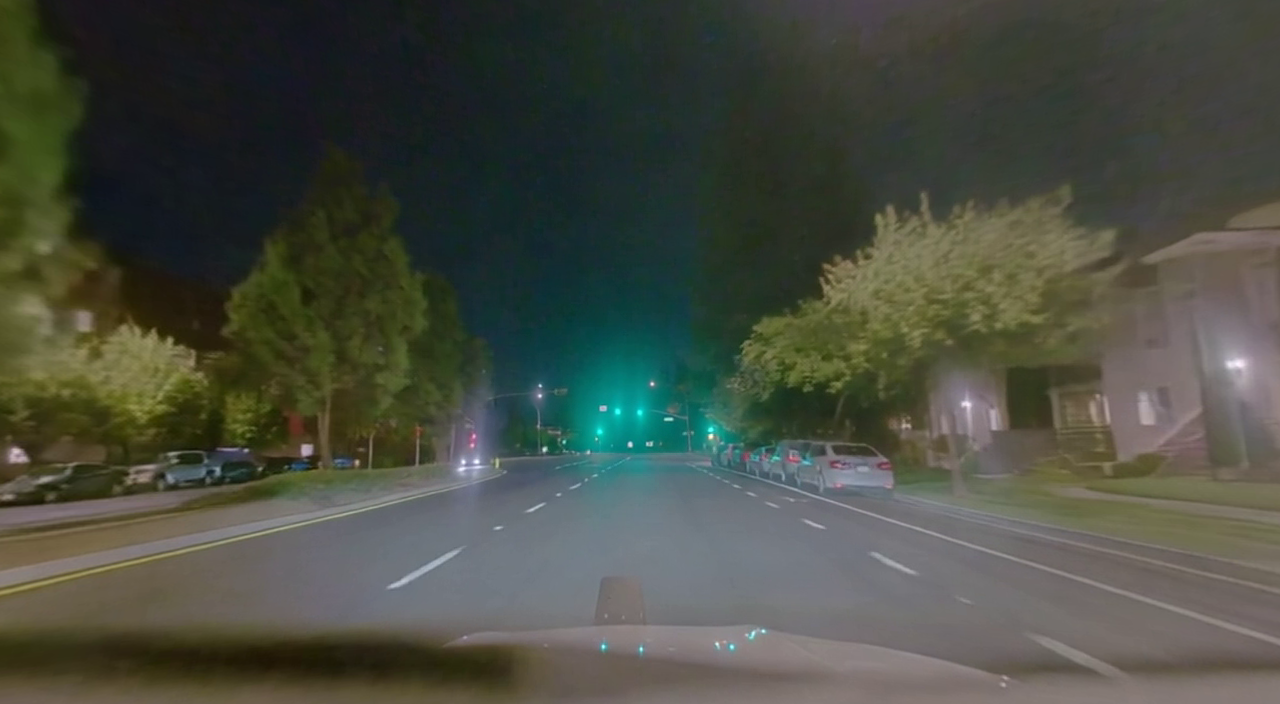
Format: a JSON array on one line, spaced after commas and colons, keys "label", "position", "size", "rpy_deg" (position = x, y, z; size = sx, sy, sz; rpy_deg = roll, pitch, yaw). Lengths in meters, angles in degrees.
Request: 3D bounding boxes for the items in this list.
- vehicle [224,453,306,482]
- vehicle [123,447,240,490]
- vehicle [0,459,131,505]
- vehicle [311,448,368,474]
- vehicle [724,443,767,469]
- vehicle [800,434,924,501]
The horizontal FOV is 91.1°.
[{"label": "vehicle", "position": [-21.599, 6.640, 36.405], "size": [1.842, 1.496, 4.614], "rpy_deg": [0, -8, 0]}, {"label": "vehicle", "position": [-21.742, 5.511, 30.072], "size": [2.001, 1.839, 4.669], "rpy_deg": [0, -8, 0]}, {"label": "vehicle", "position": [-21.931, 4.789, 23.515], "size": [1.883, 1.450, 4.659], "rpy_deg": [0, -8, -1]}, {"label": "vehicle", "position": [-21.610, 7.831, 45.309], "size": [1.933, 1.733, 4.518], "rpy_deg": [0, -8, -1]}, {"label": "vehicle", "position": [6.362, 6.332, 38.336], "size": [1.901, 1.470, 4.580], "rpy_deg": [0, -8, 0]}, {"label": "vehicle", "position": [6.213, 3.274, 18.237], "size": [1.918, 1.662, 4.393], "rpy_deg": [0, -8, -1]}]
